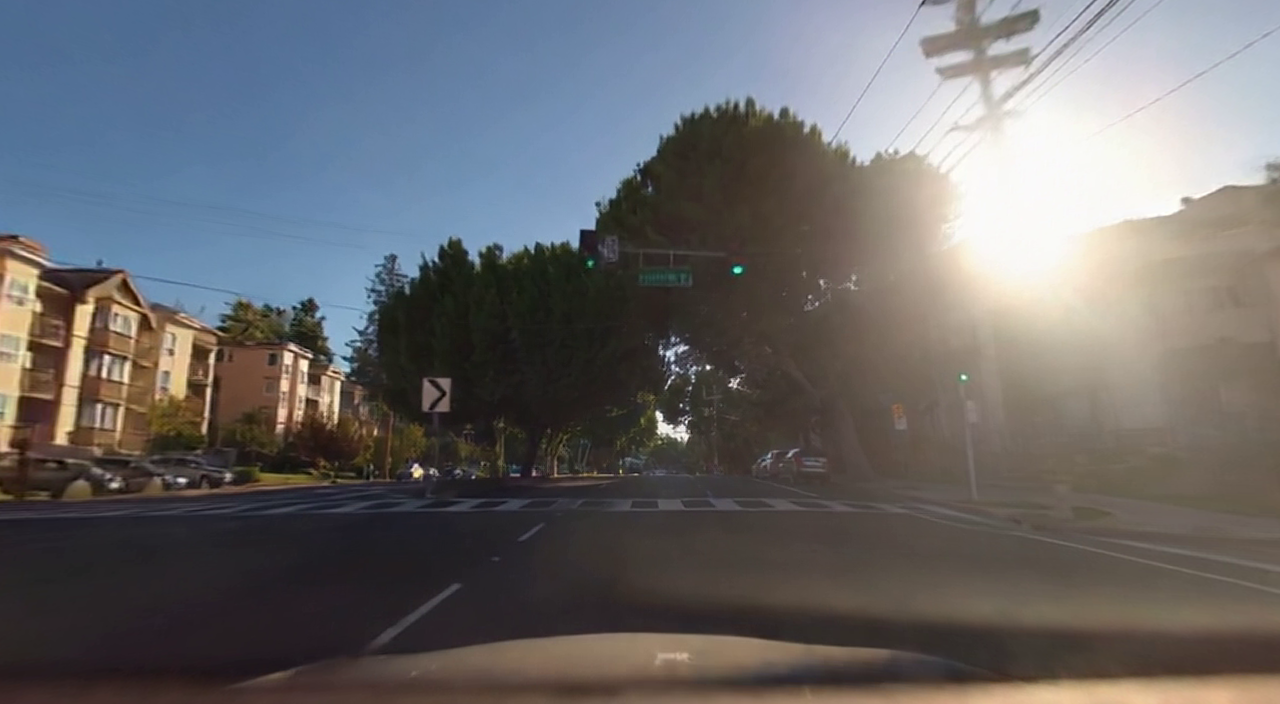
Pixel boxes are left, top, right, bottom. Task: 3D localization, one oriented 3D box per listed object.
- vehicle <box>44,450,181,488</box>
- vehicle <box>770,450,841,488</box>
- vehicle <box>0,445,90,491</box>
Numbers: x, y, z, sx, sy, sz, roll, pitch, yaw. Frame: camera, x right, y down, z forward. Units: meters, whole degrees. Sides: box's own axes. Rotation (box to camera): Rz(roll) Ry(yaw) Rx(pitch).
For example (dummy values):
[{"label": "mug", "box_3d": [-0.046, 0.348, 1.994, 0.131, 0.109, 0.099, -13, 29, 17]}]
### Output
[{"label": "vehicle", "box_3d": [-28.845, 6.397, 34.625, 5.409, 1.929, 2.410, -1, -8, 2]}, {"label": "vehicle", "box_3d": [7.317, 5.196, 28.386, 1.875, 1.481, 4.434, 0, -8, -1]}, {"label": "vehicle", "box_3d": [-28.640, 5.400, 29.464, 1.974, 1.961, 4.570, -1, -9, -5]}]
